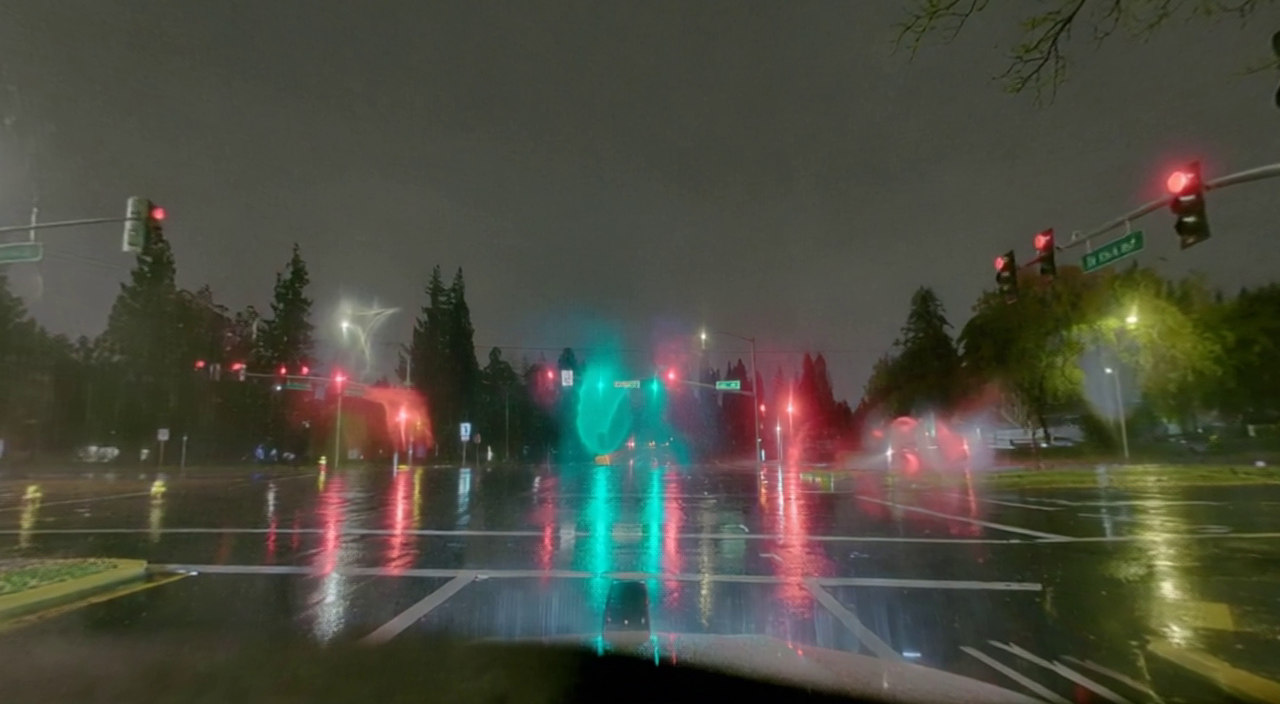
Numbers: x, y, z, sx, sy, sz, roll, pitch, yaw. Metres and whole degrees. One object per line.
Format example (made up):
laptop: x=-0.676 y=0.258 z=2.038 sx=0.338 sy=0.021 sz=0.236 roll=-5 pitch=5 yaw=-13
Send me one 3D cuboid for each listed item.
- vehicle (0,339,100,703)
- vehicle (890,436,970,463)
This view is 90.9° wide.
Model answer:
vehicle: x=-3.266 y=0.533 z=0.407 sx=1.954 sy=1.689 sz=4.347 roll=0 pitch=-8 yaw=0
vehicle: x=16.274 y=5.499 z=35.533 sx=3.952 sy=1.468 sz=1.768 roll=-4 pitch=-9 yaw=22
